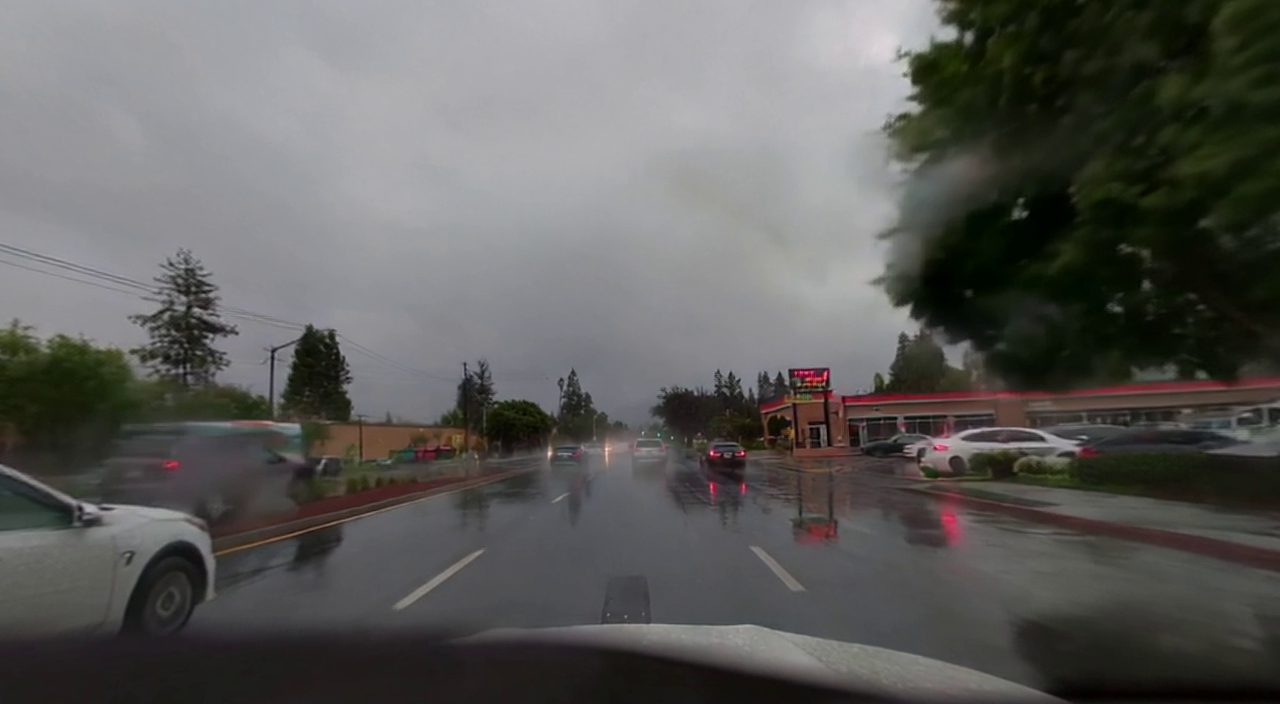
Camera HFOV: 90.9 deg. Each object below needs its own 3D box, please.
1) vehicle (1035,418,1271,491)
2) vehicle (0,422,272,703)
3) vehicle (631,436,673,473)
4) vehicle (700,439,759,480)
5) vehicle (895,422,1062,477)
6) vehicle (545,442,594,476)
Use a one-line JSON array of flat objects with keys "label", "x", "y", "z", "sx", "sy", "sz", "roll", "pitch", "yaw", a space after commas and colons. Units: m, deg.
[{"label": "vehicle", "x": 11.926, "y": 2.437, "z": 15.175, "sx": 1.959, "sy": 1.472, "sz": 4.473, "roll": 0, "pitch": -9, "yaw": 1}, {"label": "vehicle", "x": -4.034, "y": 1.078, "z": 2.974, "sx": 1.908, "sy": 1.481, "sz": 4.351, "roll": 0, "pitch": -9, "yaw": 1}, {"label": "vehicle", "x": 0.597, "y": 5.615, "z": 34.582, "sx": 2.193, "sy": 1.873, "sz": 4.033, "roll": 0, "pitch": -9, "yaw": 0}, {"label": "vehicle", "x": 3.775, "y": 4.586, "z": 27.092, "sx": 1.922, "sy": 1.579, "sz": 3.642, "roll": 0, "pitch": -9, "yaw": -1}, {"label": "vehicle", "x": 11.638, "y": 3.393, "z": 21.948, "sx": 4.808, "sy": 1.712, "sz": 2.061, "roll": -5, "pitch": -10, "yaw": 29}, {"label": "vehicle", "x": -3.608, "y": 5.554, "z": 32.943, "sx": 2.026, "sy": 1.665, "sz": 4.193, "roll": 0, "pitch": -9, "yaw": 1}]
